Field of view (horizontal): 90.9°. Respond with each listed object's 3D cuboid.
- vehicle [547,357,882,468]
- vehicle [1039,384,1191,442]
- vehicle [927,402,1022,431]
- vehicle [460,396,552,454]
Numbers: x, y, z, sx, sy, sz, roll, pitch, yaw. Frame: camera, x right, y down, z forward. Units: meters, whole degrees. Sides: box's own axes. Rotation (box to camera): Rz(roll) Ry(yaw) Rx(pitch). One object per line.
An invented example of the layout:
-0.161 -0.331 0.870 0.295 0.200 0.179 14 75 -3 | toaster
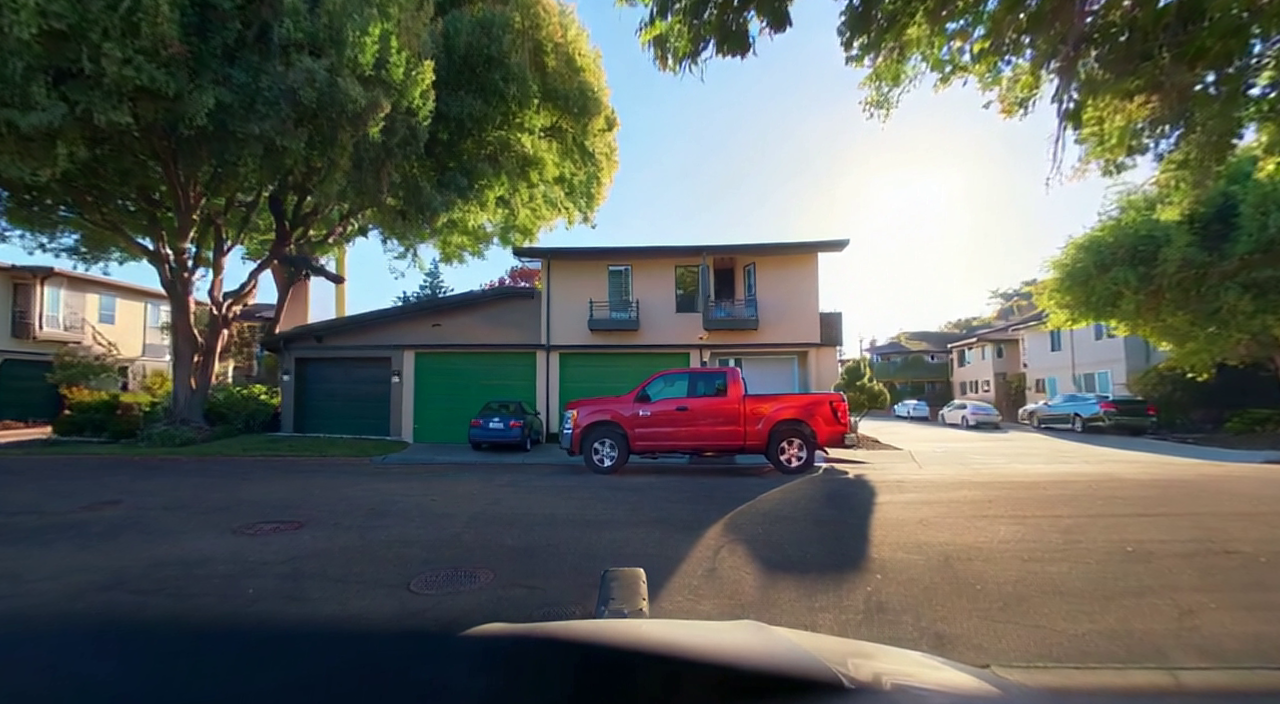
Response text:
1.265 1.176 11.778 5.600 1.835 2.161 -1 -8 2 | vehicle
16.393 2.146 21.948 3.770 1.496 1.951 6 -9 3 | vehicle
17.258 3.346 32.693 3.897 1.416 1.703 -1 -8 3 | vehicle
-4.187 2.271 20.339 1.869 1.460 3.826 -3 -2 4 | vehicle
